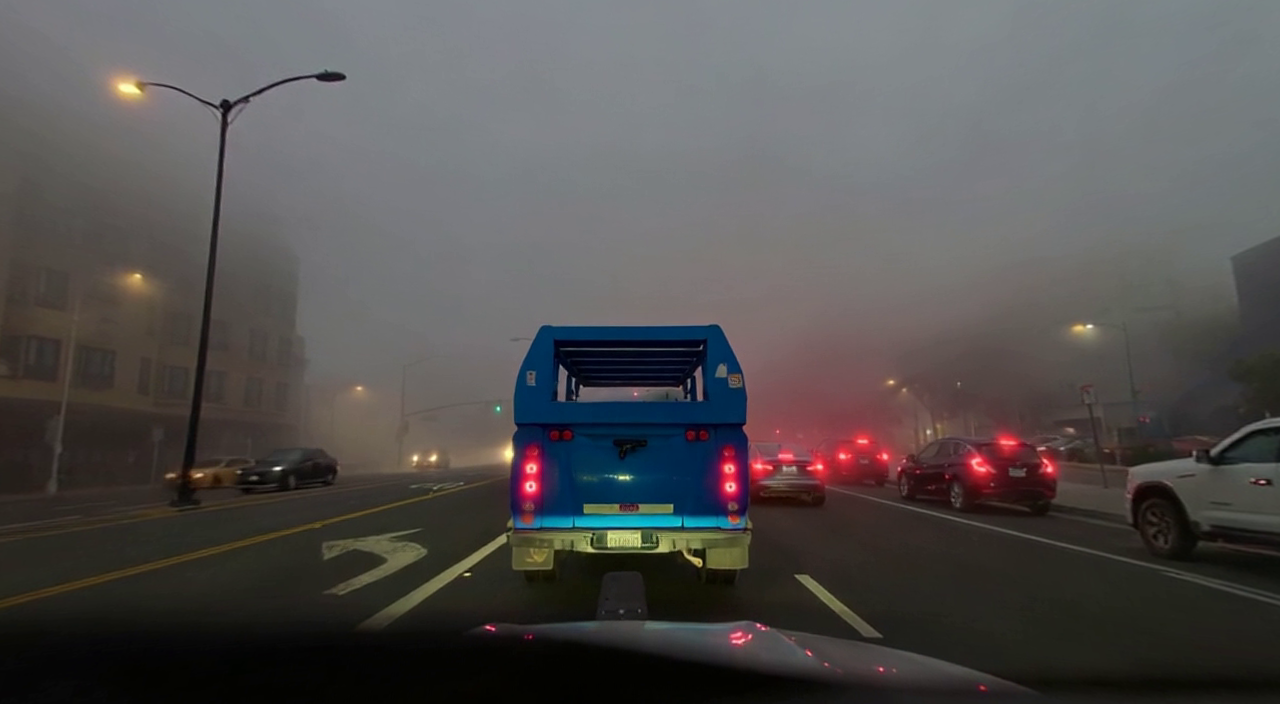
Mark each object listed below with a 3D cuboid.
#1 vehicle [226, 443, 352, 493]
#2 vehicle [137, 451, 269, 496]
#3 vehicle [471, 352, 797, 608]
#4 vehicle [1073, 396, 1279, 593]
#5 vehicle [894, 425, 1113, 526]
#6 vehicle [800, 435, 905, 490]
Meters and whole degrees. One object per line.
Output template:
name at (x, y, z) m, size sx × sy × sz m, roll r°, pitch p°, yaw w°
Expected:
vehicle at (-12.381, 4.102, 22.695) m, size 1.928 × 1.591 × 4.509 m, roll 0°, pitch -9°, yaw 0°
vehicle at (-16.041, 4.442, 23.521) m, size 1.805 × 1.466 × 4.341 m, roll 0°, pitch -9°, yaw 0°
vehicle at (-0.100, 1.475, 8.170) m, size 2.682 × 2.117 × 5.706 m, roll 0°, pitch -9°, yaw -1°
vehicle at (6.812, 1.346, 6.106) m, size 2.023 × 1.771 × 4.488 m, roll 0°, pitch -9°, yaw 0°
vehicle at (7.075, 2.432, 12.968) m, size 1.931 × 1.692 × 4.267 m, roll 0°, pitch -9°, yaw 0°
vehicle at (7.066, 3.733, 21.592) m, size 1.953 × 1.665 × 4.327 m, roll 0°, pitch -9°, yaw -2°
